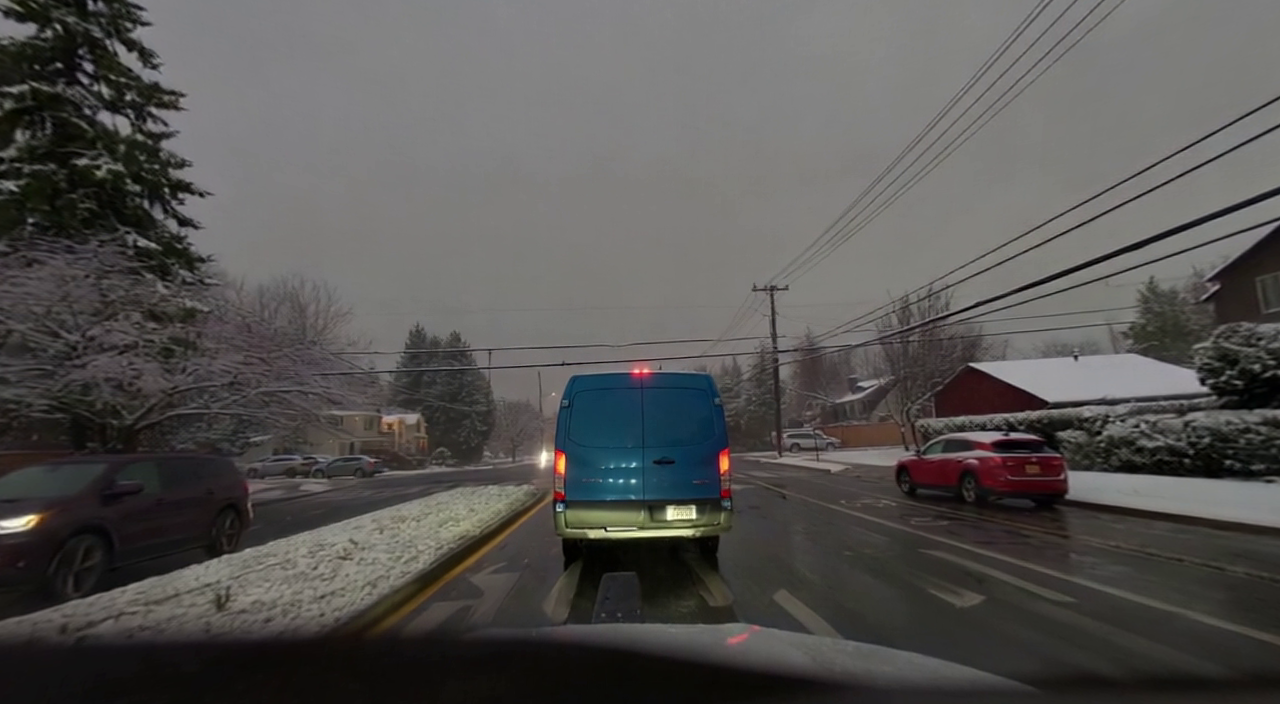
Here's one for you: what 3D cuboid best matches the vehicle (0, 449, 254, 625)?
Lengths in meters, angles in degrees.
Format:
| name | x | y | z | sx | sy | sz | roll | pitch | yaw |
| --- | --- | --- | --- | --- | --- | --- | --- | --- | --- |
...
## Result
| name | x | y | z | sx | sy | sz | roll | pitch | yaw |
| --- | --- | --- | --- | --- | --- | --- | --- | --- | --- |
| vehicle | -7.445 | 2.162 | 8.317 | 1.997 | 1.724 | 4.417 | 0 | -9 | -2 |

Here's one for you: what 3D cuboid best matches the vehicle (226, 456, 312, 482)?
| name | x | y | z | sx | sy | sz | roll | pitch | yaw |
| --- | --- | --- | --- | --- | --- | --- | --- | --- | --- |
| vehicle | -27.245 | 8.585 | 46.463 | 4.972 | 1.776 | 2.057 | 0 | -9 | -1 |

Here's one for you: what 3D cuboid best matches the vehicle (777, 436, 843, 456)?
| name | x | y | z | sx | sy | sz | roll | pitch | yaw |
| --- | --- | --- | --- | --- | --- | --- | --- | --- | --- |
| vehicle | 13.049 | 7.260 | 48.624 | 4.483 | 1.463 | 1.805 | 0 | -9 | -1 |

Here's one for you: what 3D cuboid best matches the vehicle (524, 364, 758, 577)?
| name | x | y | z | sx | sy | sz | roll | pitch | yaw |
| --- | --- | --- | --- | --- | --- | --- | --- | --- | --- |
| vehicle | -0.027 | 1.545 | 8.868 | 2.342 | 2.142 | 4.809 | 0 | -9 | -1 |

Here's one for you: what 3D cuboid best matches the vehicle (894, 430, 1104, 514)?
| name | x | y | z | sx | sy | sz | roll | pitch | yaw |
| --- | --- | --- | --- | --- | --- | --- | --- | --- | --- |
| vehicle | 7.354 | 2.483 | 13.561 | 1.883 | 1.504 | 4.220 | 0 | -9 | -2 |

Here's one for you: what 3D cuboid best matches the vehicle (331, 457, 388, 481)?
| name | x | y | z | sx | sy | sz | roll | pitch | yaw |
| --- | --- | --- | --- | --- | --- | --- | --- | --- | --- |
| vehicle | -18.327 | 7.652 | 41.539 | 1.816 | 1.445 | 4.120 | 0 | -9 | 0 |
